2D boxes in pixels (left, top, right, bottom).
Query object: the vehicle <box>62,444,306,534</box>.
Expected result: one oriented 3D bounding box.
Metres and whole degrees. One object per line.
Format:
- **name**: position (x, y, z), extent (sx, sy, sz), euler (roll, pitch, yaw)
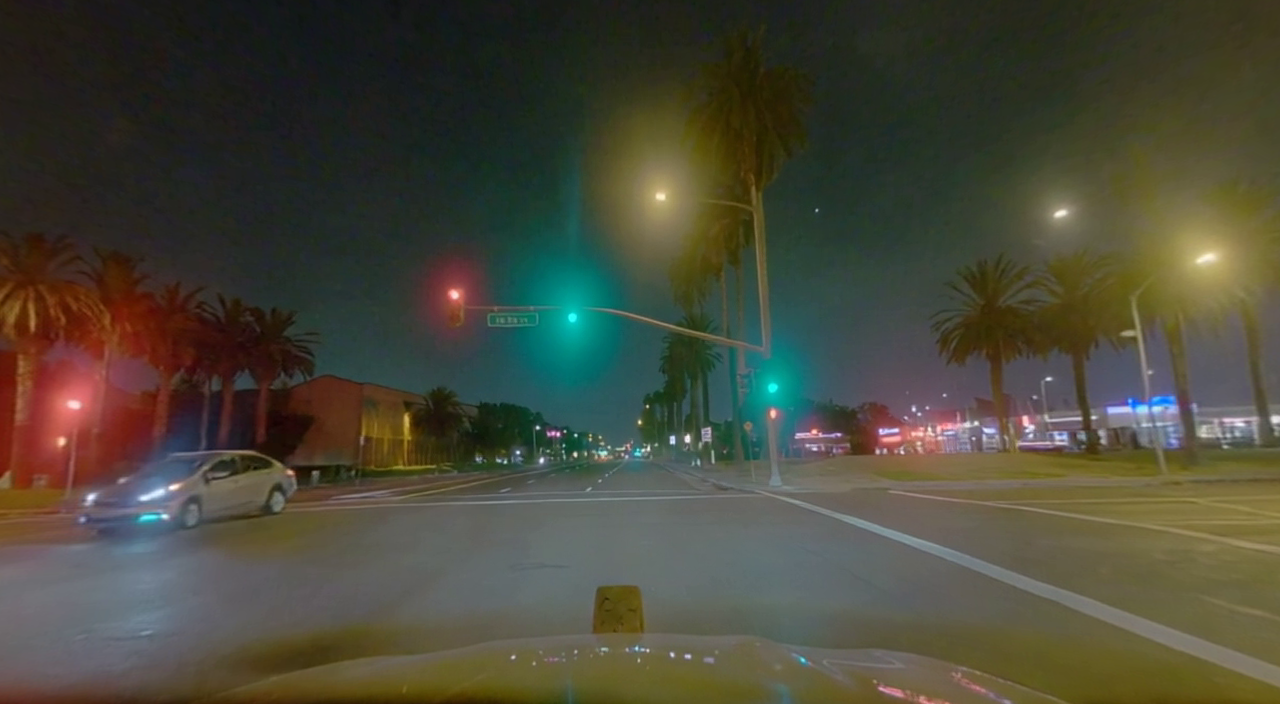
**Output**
- **vehicle**: position (-10.706, 3.194, 15.449), extent (2.270, 1.833, 4.860), euler (0, -9, 1)
